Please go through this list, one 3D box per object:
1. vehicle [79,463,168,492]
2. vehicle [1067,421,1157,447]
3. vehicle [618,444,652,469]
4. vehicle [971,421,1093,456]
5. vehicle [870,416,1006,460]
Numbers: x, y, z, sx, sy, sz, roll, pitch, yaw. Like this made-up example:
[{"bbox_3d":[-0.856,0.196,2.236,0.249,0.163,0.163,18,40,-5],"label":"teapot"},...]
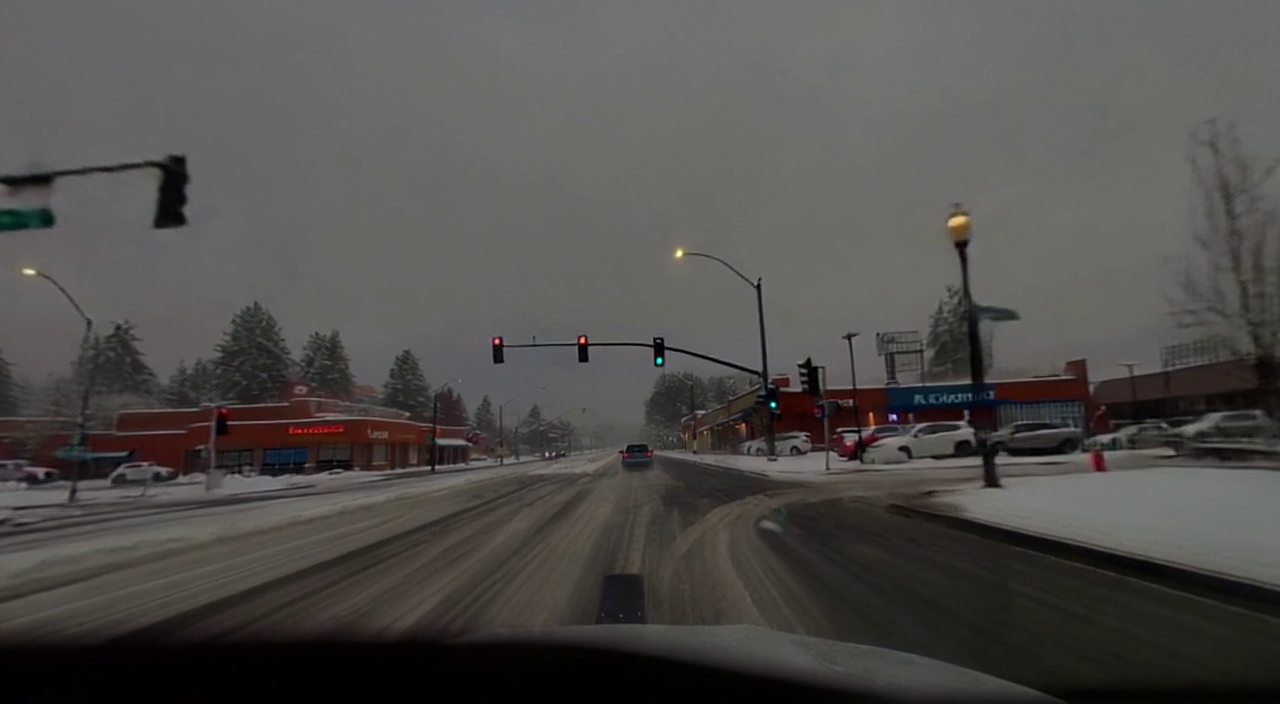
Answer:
[{"bbox_3d":[-39.933,9.676,49.043,2.004,1.945,5.069,-2,-9,11],"label":"vehicle"},{"bbox_3d":[30.716,5.392,41.179,4.257,1.626,2.034,0,-9,-3],"label":"vehicle"},{"bbox_3d":[-0.345,6.512,39.381,1.977,1.451,4.032,0,-9,-1],"label":"vehicle"},{"bbox_3d":[18.728,4.156,30.350,4.586,1.623,1.861,0,-8,-1],"label":"vehicle"},{"bbox_3d":[12.926,3.777,27.653,4.852,1.805,2.155,0,-9,-2],"label":"vehicle"}]
